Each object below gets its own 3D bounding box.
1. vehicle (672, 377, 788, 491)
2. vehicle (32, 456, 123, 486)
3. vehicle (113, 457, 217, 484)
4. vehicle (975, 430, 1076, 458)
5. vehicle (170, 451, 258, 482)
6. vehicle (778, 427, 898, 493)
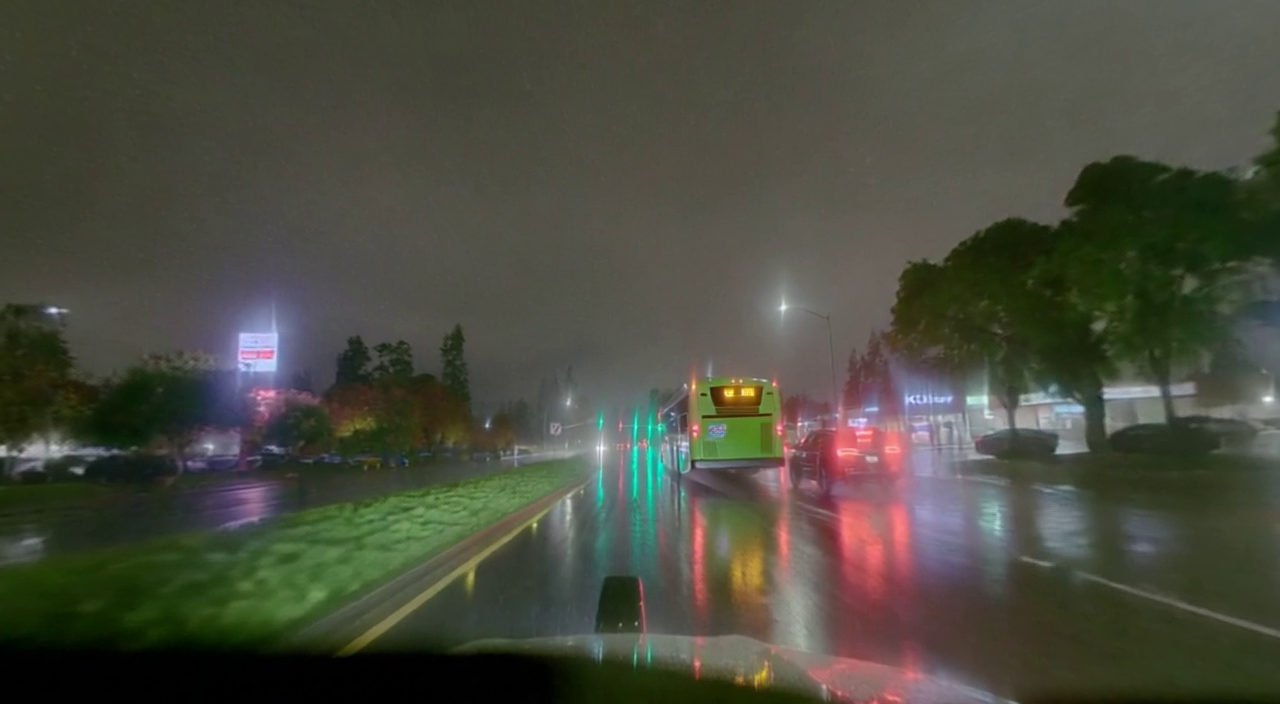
[{"bbox_3d":[2.850,3.058,22.969,2.766,3.306,9.281,0,-8,0],"label":"vehicle"},{"bbox_3d":[-36.809,7.765,41.347,1.941,1.761,4.272,-1,-8,1],"label":"vehicle"},{"bbox_3d":[-30.980,7.734,41.382,2.314,1.487,5.898,0,-9,-1],"label":"vehicle"},{"bbox_3d":[21.750,5.203,35.605,4.589,1.480,1.979,1,-9,-10],"label":"vehicle"},{"bbox_3d":[-28.326,7.594,42.062,2.181,1.901,5.196,0,-8,1],"label":"vehicle"},{"bbox_3d":[5.950,3.311,19.646,2.129,1.754,4.668,0,-8,-1],"label":"vehicle"}]
